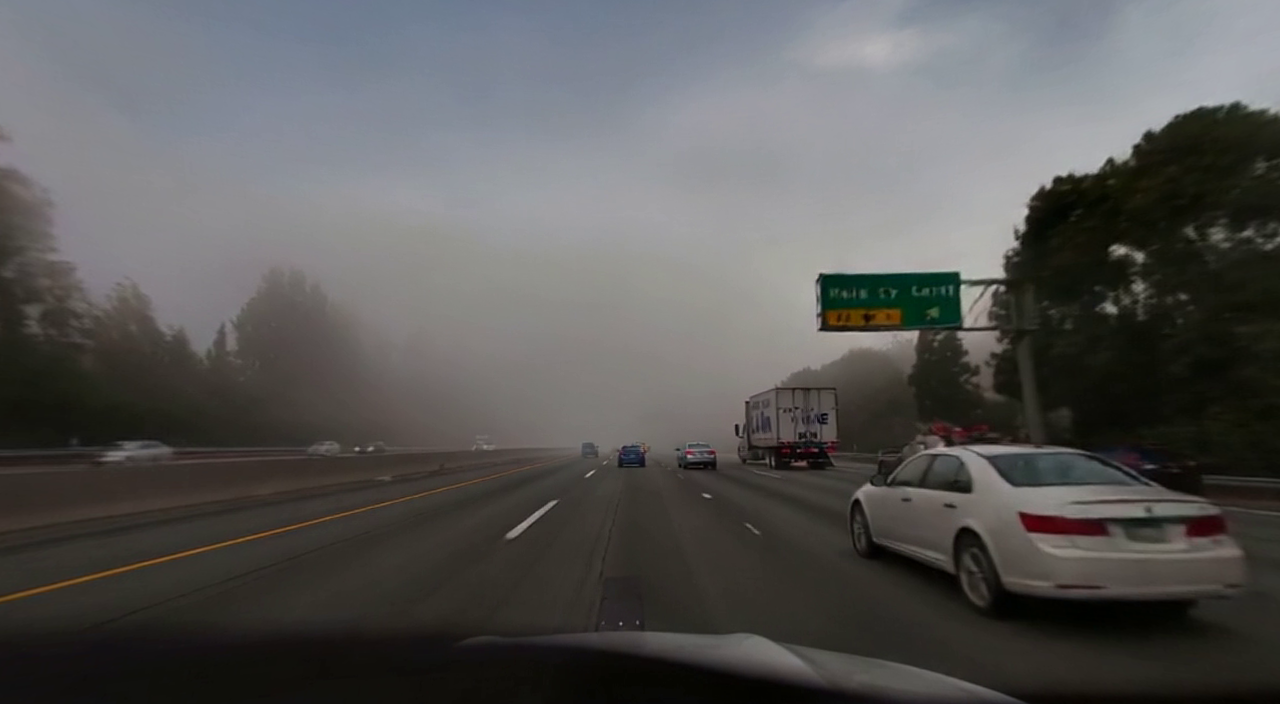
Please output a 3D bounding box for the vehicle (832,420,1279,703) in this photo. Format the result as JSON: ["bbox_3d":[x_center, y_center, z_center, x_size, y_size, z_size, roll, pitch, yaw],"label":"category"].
[{"bbox_3d":[3.254,1.371,5.213,1.865,1.427,4.448,0,-9,-1],"label":"vehicle"}]

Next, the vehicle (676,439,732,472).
[{"bbox_3d":[3.029,5.051,31.035,1.993,1.504,4.781,0,-9,-3],"label":"vehicle"}]

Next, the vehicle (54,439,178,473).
[{"bbox_3d":[-24.620,4.888,29.950,1.853,1.466,4.711,0,-9,-1],"label":"vehicle"}]

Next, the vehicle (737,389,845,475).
[{"bbox_3d":[7.128,4.054,31.469,2.799,3.655,8.627,0,-9,-3],"label":"vehicle"}]

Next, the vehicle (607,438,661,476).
[{"bbox_3d":[-0.300,4.433,26.970,2.098,1.475,3.997,0,-9,-2],"label":"vehicle"}]

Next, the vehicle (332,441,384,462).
[{"bbox_3d":[-21.252,7.481,47.807,1.874,1.496,4.682,0,-9,-1],"label":"vehicle"}]
